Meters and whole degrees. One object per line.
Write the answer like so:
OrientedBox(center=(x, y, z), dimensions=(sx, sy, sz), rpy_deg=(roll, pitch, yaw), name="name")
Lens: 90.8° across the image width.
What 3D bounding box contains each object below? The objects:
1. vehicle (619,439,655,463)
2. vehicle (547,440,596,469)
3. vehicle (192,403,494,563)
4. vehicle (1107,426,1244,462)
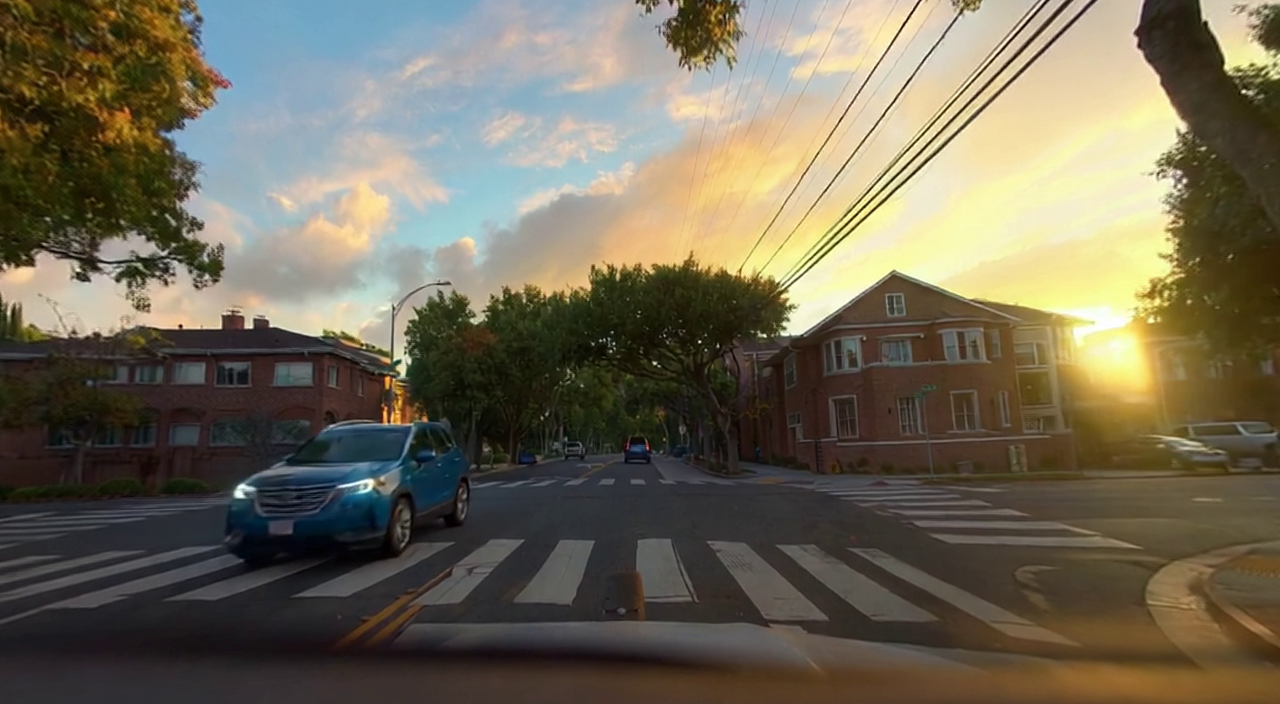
OrientedBox(center=(-0.216, 6.463, 41.364), dimensions=(2.209, 1.501, 4.208), rpy_deg=(0, -8, -1), name="vehicle")
OrientedBox(center=(-3.607, 5.491, 34.019), dimensions=(2.102, 1.463, 4.024), rpy_deg=(0, -8, 1), name="vehicle")
OrientedBox(center=(-3.849, 1.798, 9.406), dimensions=(2.330, 1.768, 4.553), rpy_deg=(0, -8, -1), name="vehicle")
OrientedBox(center=(23.416, 4.056, 27.912), dimensions=(1.841, 1.448, 4.688), rpy_deg=(0, -8, -1), name="vehicle")
